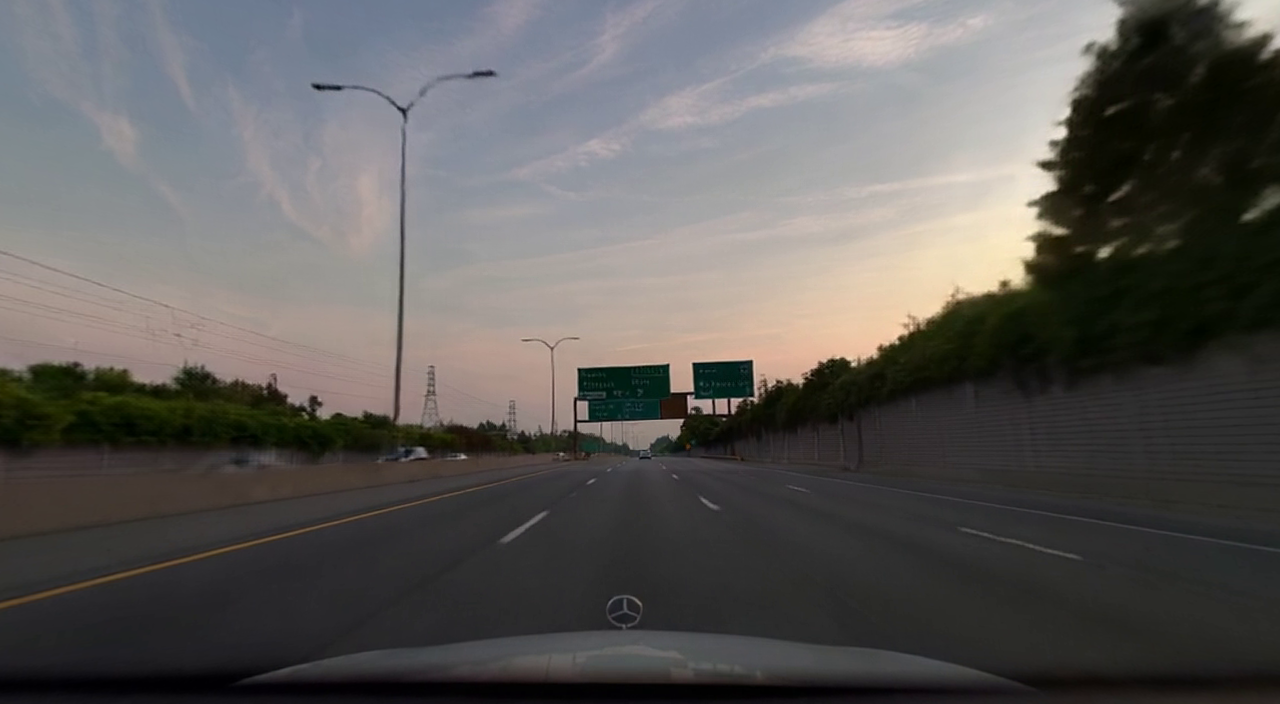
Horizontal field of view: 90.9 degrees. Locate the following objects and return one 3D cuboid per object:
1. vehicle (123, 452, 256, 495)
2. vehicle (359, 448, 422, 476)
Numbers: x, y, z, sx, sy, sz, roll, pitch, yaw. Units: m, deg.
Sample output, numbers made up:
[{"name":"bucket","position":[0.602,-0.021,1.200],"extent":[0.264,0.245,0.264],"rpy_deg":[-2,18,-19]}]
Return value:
[{"name":"vehicle","position":[-16.860,4.545,23.887],"extent":[1.886,1.454,4.241],"rpy_deg":[0,-9,0]},{"name":"vehicle","position":[-16.886,7.454,42.951],"extent":[2.074,1.779,5.152],"rpy_deg":[-1,-9,2]}]
